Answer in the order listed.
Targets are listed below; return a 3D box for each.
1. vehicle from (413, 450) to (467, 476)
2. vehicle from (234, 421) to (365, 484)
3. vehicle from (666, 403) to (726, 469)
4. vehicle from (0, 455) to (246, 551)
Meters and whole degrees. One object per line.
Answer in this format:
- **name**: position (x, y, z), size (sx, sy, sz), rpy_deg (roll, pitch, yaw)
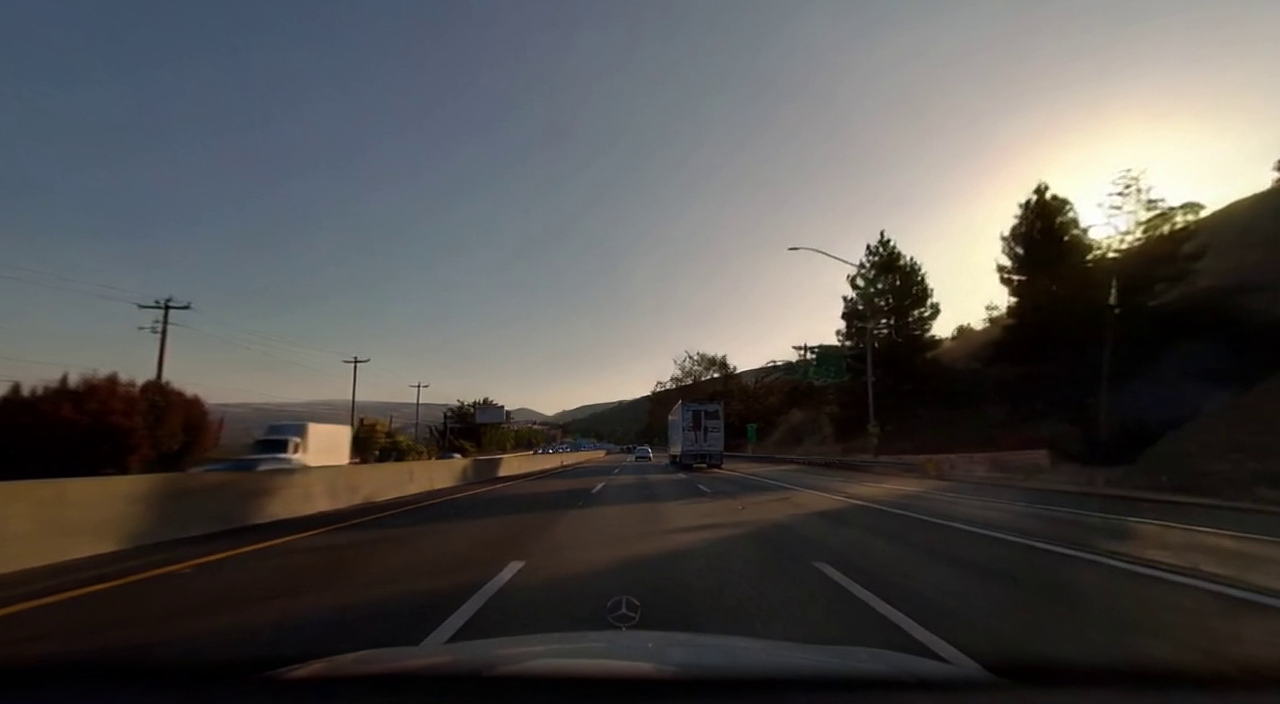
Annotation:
- **vehicle**: position (-13.814, 7.683, 43.885), size (2.171, 1.691, 4.552), rpy_deg (0, -9, 1)
- **vehicle**: position (-21.546, 6.493, 40.771), size (2.969, 3.586, 9.558), rpy_deg (0, -9, 1)
- **vehicle**: position (3.880, 6.547, 47.937), size (3.028, 4.181, 15.972), rpy_deg (0, -9, 0)
- **vehicle**: position (-10.360, 2.829, 12.585), size (1.933, 1.504, 4.606), rpy_deg (0, -9, 1)
